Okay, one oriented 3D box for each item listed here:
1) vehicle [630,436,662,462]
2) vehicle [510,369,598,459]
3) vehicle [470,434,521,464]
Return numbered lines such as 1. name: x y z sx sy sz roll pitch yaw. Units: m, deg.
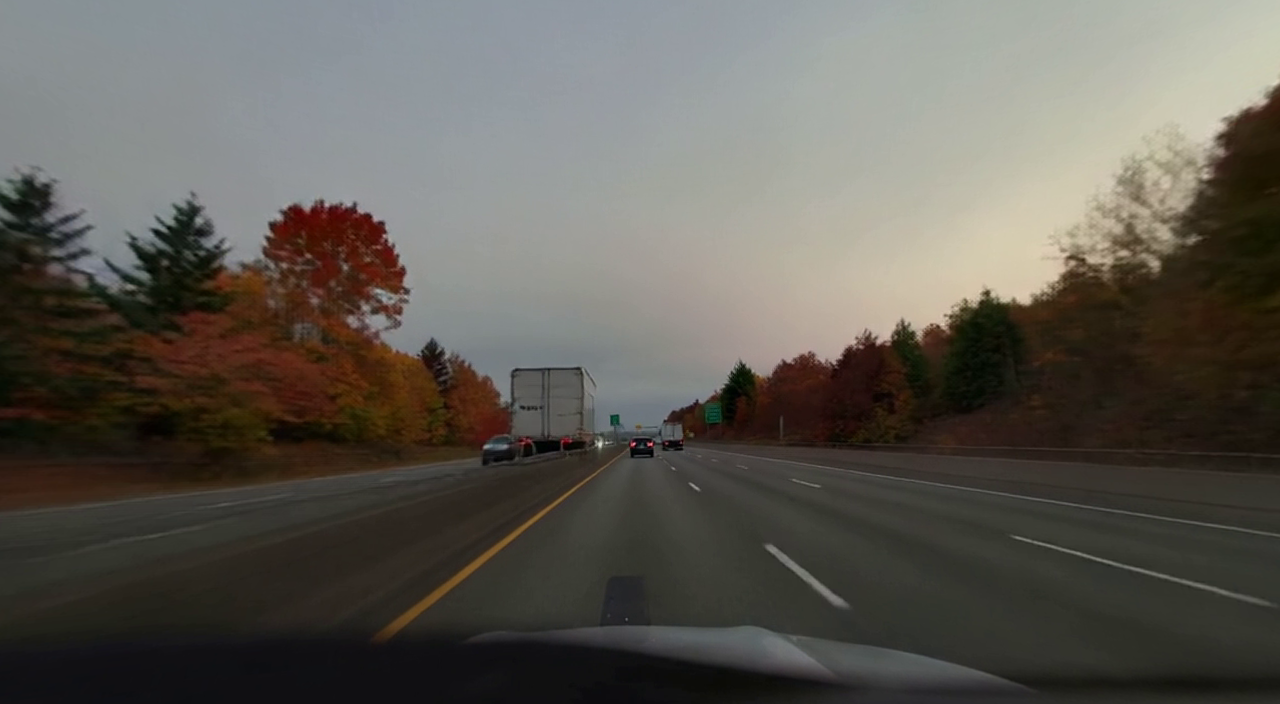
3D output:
1. vehicle: 0.339 6.113 39.706 1.924 1.498 3.817 0 -8 0
2. vehicle: -4.131 3.529 33.419 3.120 3.936 11.480 0 -8 0
3. vehicle: -8.303 5.641 36.556 1.974 1.631 4.232 0 -8 0
